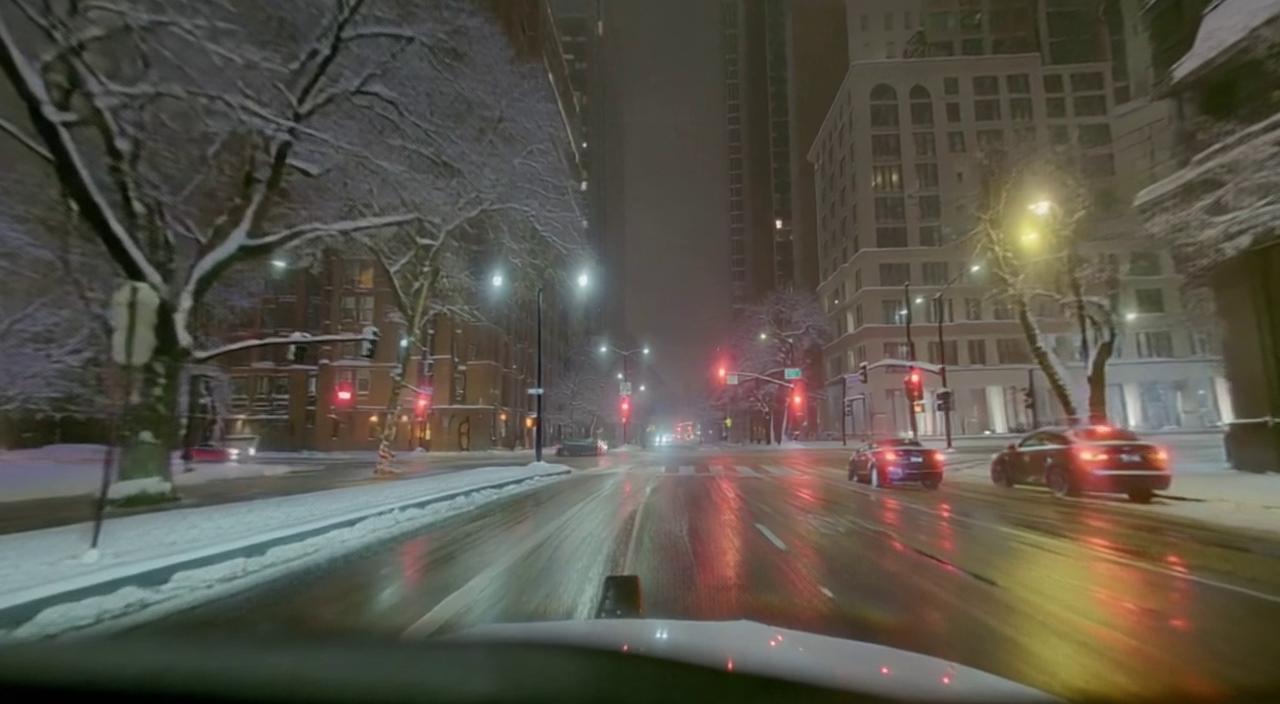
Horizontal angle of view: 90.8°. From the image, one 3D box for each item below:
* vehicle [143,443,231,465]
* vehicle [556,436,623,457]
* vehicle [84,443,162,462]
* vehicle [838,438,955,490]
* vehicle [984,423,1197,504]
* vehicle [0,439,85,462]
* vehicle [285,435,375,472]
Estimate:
[{"bbox_3d":[-30.634,6.898,42.793,4.503,1.475,1.789,0,-9,0],"label":"vehicle"},{"bbox_3d":[-3.690,6.952,46.412,4.762,1.420,1.814,0,-9,1],"label":"vehicle"},{"bbox_3d":[-39.990,7.777,48.918,4.379,1.444,1.781,0,-9,-1],"label":"vehicle"},{"bbox_3d":[8.175,3.605,20.715,1.936,1.489,4.885,-1,-9,2],"label":"vehicle"},{"bbox_3d":[11.529,2.883,16.757,2.027,1.810,4.854,0,-9,0],"label":"vehicle"},{"bbox_3d":[-46.094,7.588,48.686,4.651,1.737,2.062,0,-8,1],"label":"vehicle"},{"bbox_3d":[-17.173,5.587,34.964,4.779,1.910,2.125,-5,-10,30],"label":"vehicle"}]
